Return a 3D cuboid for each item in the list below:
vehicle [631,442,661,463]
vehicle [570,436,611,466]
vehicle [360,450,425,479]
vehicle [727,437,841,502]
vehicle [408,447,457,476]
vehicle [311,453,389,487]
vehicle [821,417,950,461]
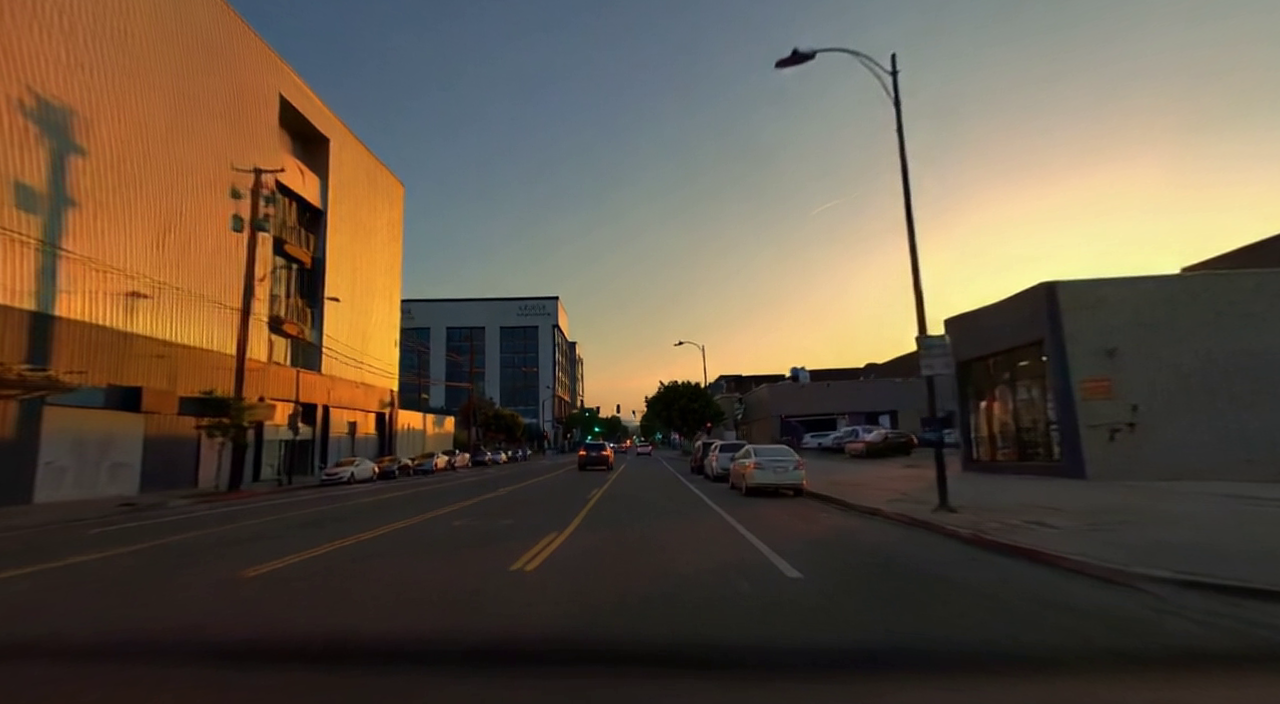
[{"bbox_3d":[0.446,7.411,46.805,2.099,1.470,4.270,0,-8,0],"label":"vehicle"},{"bbox_3d":[-3.269,6.659,42.710,2.348,1.831,4.737,0,-8,0],"label":"vehicle"},{"bbox_3d":[-15.331,6.981,39.413,2.076,1.518,4.981,-2,-8,0],"label":"vehicle"},{"bbox_3d":[3.840,3.224,17.873,2.042,1.487,5.033,2,-8,0],"label":"vehicle"},{"bbox_3d":[-15.141,7.992,46.434,2.020,1.695,4.629,-8,-7,-2],"label":"vehicle"},{"bbox_3d":[-15.309,6.222,33.634,1.883,1.493,4.880,-2,-8,0],"label":"vehicle"},{"bbox_3d":[12.687,4.514,32.947,5.603,1.659,2.393,-5,-7,-3],"label":"vehicle"}]
